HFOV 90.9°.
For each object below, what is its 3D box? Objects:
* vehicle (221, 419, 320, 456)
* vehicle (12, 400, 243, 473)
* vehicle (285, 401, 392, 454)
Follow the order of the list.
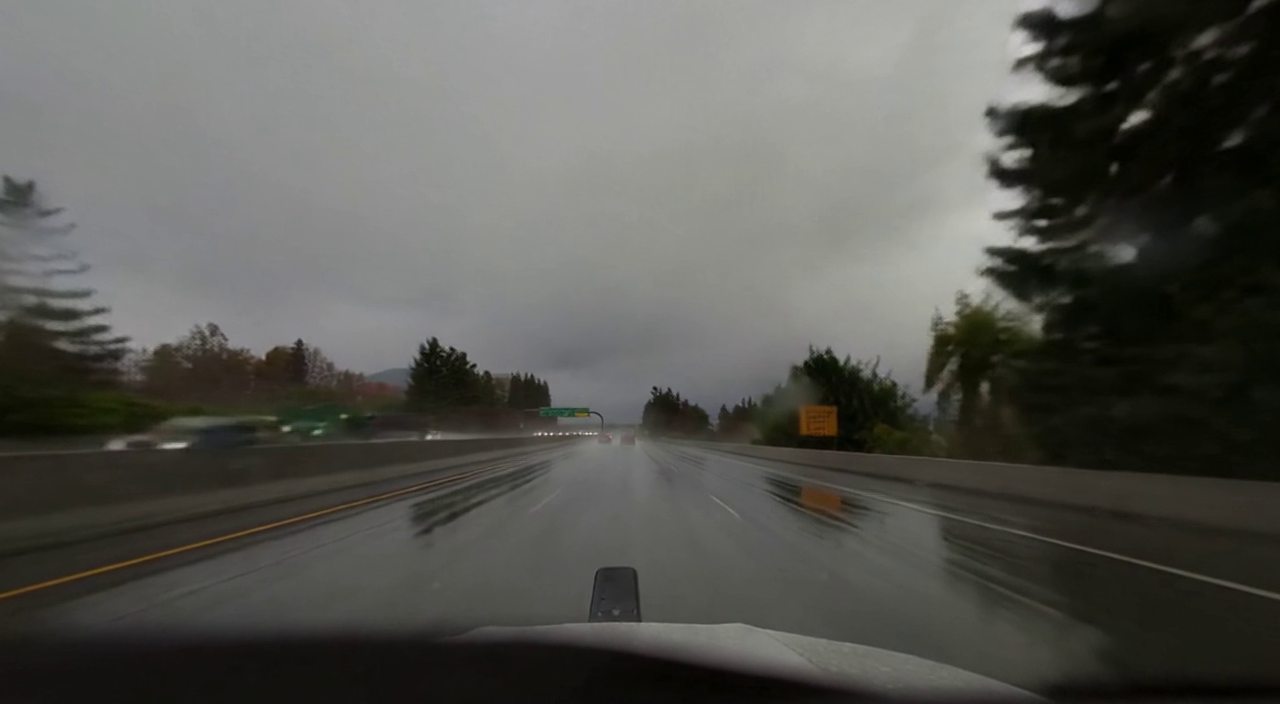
[{"bbox_3d":[-15.949,3.740,27.476,1.816,1.502,4.194,0,-8,-1],"label":"vehicle"},{"bbox_3d":[-12.158,2.088,15.471,1.906,1.530,4.488,0,-8,0],"label":"vehicle"},{"bbox_3d":[-16.101,4.139,34.208,2.605,2.606,6.292,0,-8,0],"label":"vehicle"}]
